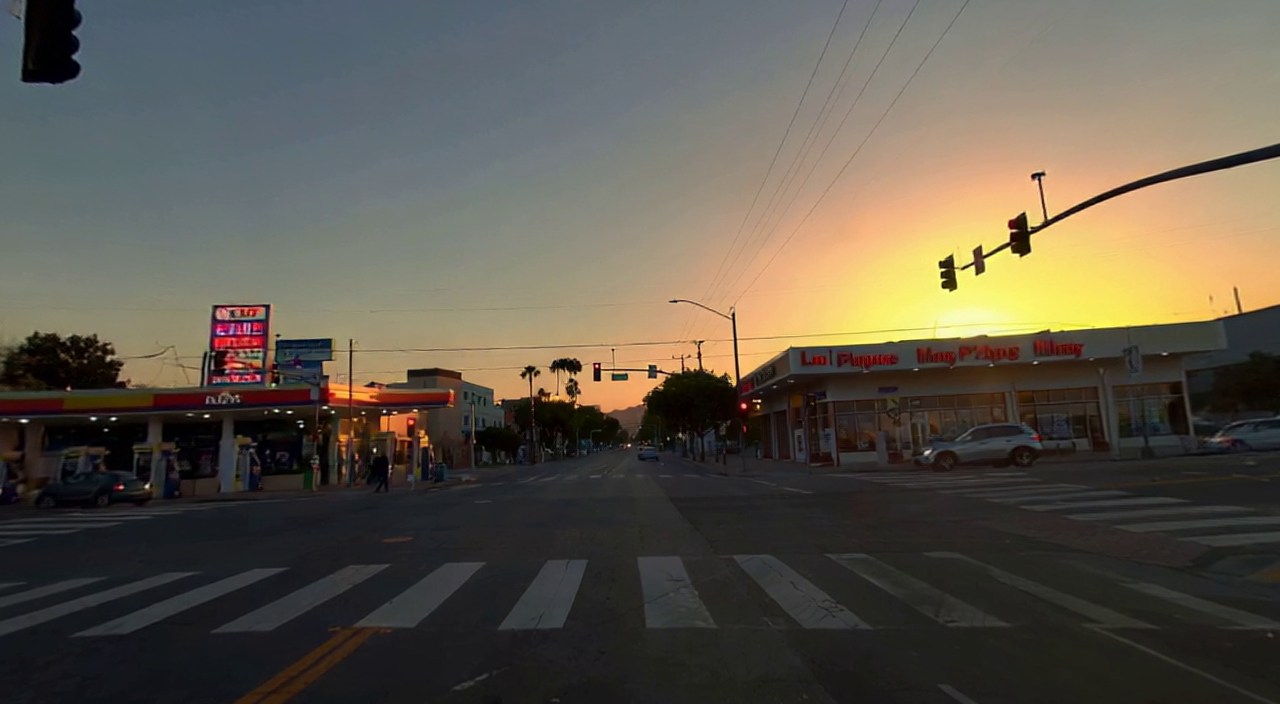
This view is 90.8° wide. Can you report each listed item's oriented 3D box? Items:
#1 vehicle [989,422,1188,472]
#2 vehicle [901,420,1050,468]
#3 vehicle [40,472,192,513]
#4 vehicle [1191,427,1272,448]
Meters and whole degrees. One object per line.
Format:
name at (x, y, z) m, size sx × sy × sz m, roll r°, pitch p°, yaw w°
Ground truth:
vehicle at (14.360, 3.098, 20.620) m, size 4.835 × 1.487 × 1.913 m, roll -3°, pitch -9°, yaw 20°
vehicle at (13.030, 3.652, 24.944) m, size 4.916 × 1.730 × 1.986 m, roll -4°, pitch -9°, yaw 21°
vehicle at (-21.180, 5.673, 25.660) m, size 4.676 × 1.463 × 1.909 m, roll -1°, pitch -8°, yaw 6°
vehicle at (42.053, 6.067, 44.904) m, size 4.347 × 1.446 × 1.777 m, roll 1°, pitch -9°, yaw -9°
